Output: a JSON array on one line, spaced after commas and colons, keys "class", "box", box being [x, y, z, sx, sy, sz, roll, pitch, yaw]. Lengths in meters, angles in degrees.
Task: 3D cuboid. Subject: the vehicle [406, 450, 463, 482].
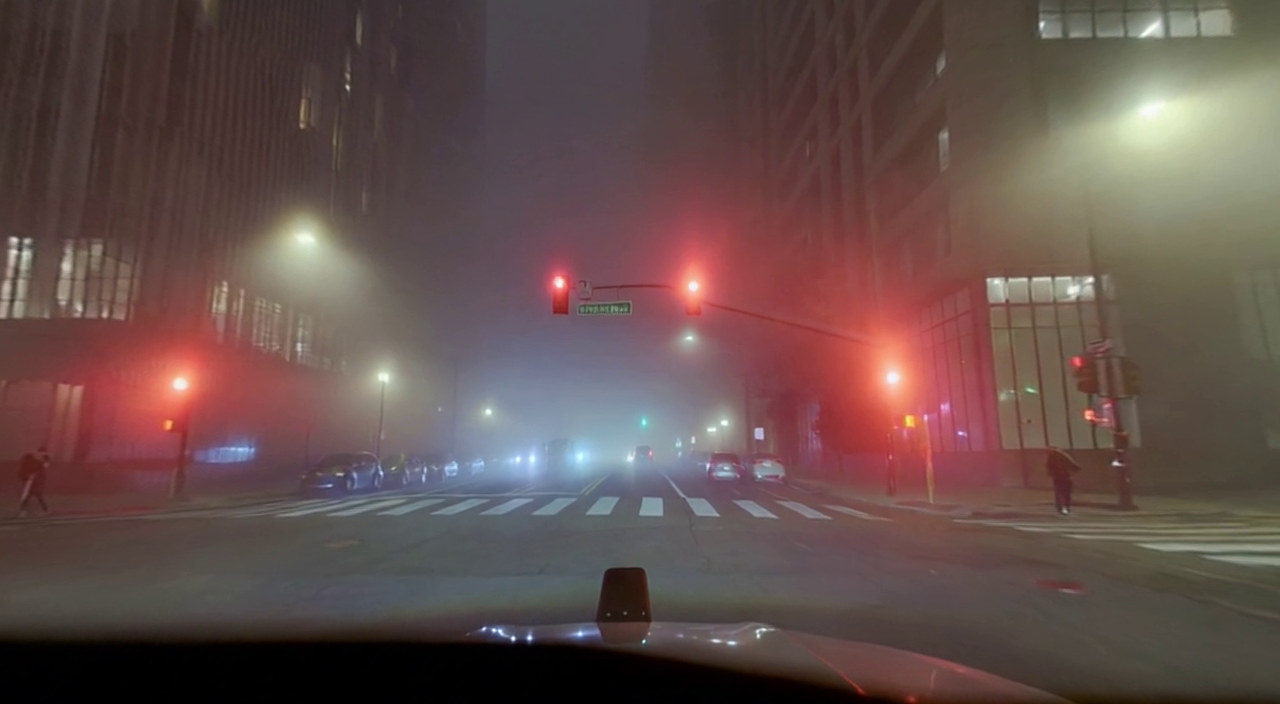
[{"class": "vehicle", "box": [-12.287, 6.827, 37.992, 1.854, 1.727, 4.426, 0, -8, 0]}]

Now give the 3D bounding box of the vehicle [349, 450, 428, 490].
[{"class": "vehicle", "box": [-12.547, 5.876, 31.821, 1.938, 1.729, 4.628, -3, -8, 2]}]

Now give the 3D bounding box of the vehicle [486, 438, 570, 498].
[{"class": "vehicle", "box": [-3.882, 4.038, 22.601, 2.176, 1.804, 4.740, -2, -8, -1]}]

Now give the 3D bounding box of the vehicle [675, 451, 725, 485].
[{"class": "vehicle", "box": [2.742, 5.397, 29.561, 1.919, 1.371, 3.583, 1, -8, -1]}]

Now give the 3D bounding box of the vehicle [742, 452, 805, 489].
[{"class": "vehicle", "box": [5.983, 5.342, 28.829, 1.882, 1.479, 4.652, 0, -8, 0]}]

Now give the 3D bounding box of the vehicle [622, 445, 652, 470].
[{"class": "vehicle", "box": [-0.194, 8.002, 48.076, 2.165, 1.749, 4.078, 0, -8, 0]}]

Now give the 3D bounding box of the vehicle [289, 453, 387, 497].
[{"class": "vehicle", "box": [-12.721, 5.177, 26.880, 2.118, 1.644, 4.188, 0, -8, -1]}]
